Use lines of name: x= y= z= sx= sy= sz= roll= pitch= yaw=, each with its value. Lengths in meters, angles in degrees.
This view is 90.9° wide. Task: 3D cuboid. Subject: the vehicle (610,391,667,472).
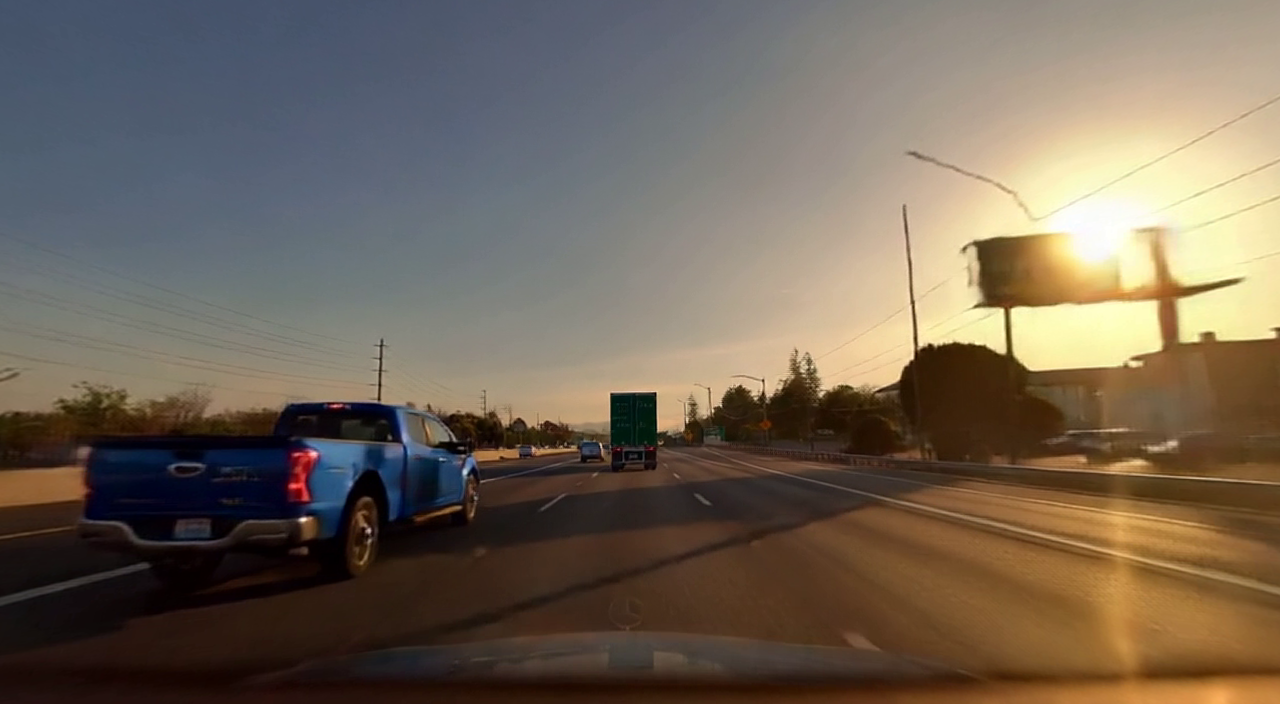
vehicle: x=-0.101 y=4.997 z=38.736 sx=2.879 sy=4.085 sz=13.125 roll=0 pitch=-8 yaw=0

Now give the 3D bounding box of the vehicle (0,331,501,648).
vehicle: x=-3.798 y=1.384 z=7.579 sx=2.749 sy=2.141 sz=6.515 roll=0 pitch=-8 yaw=0
